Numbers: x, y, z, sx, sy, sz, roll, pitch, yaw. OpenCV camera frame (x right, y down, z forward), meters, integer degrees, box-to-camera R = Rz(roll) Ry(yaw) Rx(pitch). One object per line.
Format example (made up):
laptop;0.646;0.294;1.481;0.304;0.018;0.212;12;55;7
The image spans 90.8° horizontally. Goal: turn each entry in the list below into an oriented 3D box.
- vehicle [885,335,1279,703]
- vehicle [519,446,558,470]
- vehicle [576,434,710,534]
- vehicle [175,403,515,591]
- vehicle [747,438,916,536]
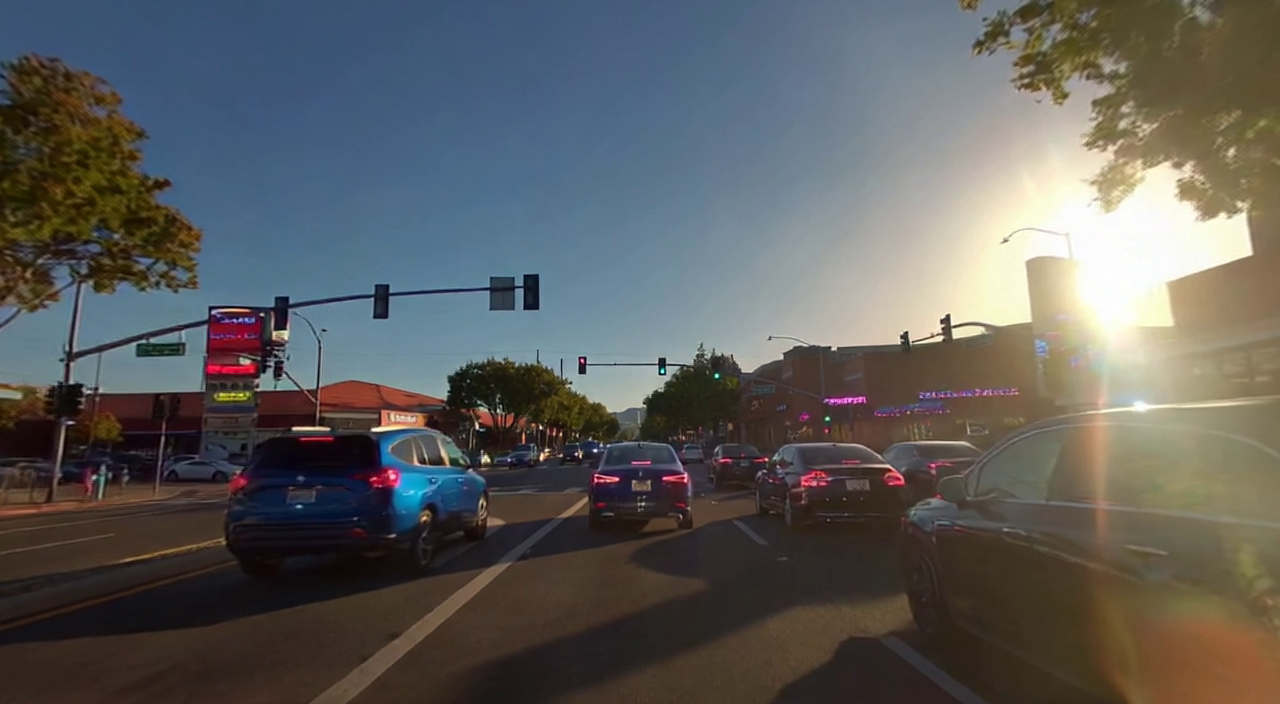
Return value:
vehicle;3.068;0.938;3.016;2.075;1.661;4.401;0;-9;1
vehicle;-7.879;8.227;49.328;2.293;1.777;4.497;0;-9;0
vehicle;0.036;2.416;12.104;2.154;1.577;3.723;0;-9;0
vehicle;-3.379;1.789;8.655;2.257;1.823;4.777;-1;-9;1
vehicle;3.352;2.432;12.002;1.865;1.496;4.170;0;-9;0
